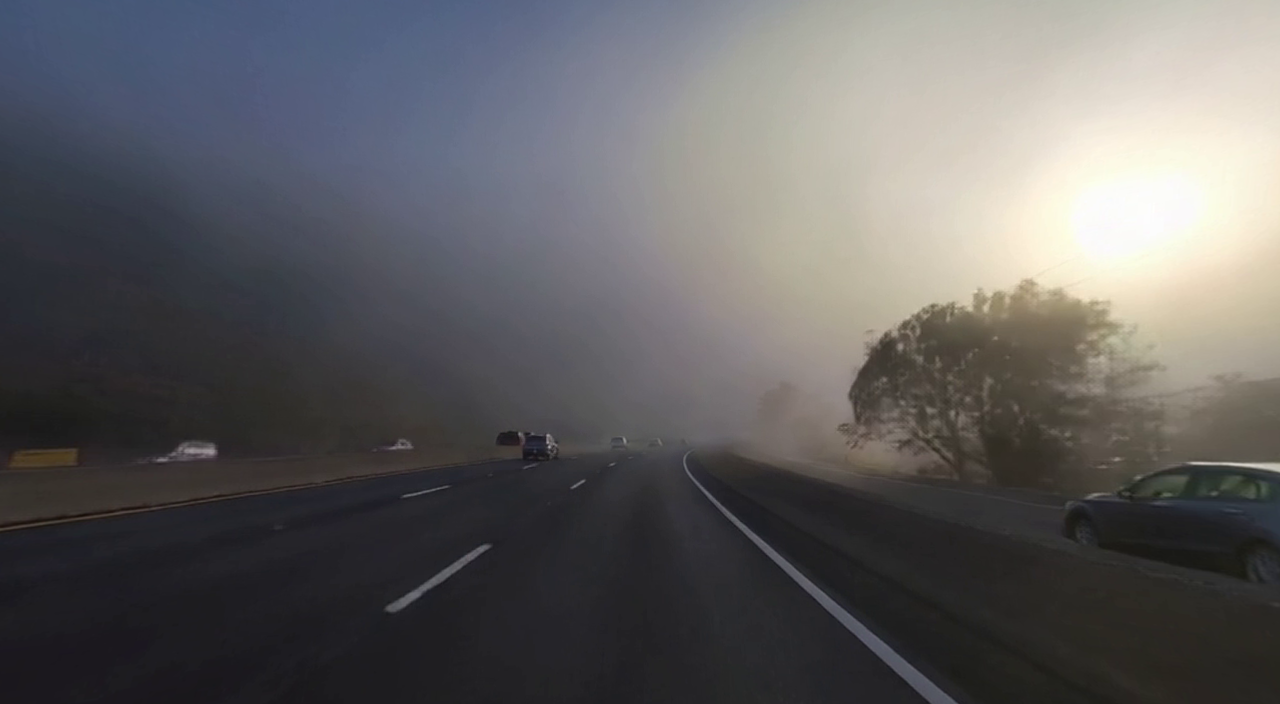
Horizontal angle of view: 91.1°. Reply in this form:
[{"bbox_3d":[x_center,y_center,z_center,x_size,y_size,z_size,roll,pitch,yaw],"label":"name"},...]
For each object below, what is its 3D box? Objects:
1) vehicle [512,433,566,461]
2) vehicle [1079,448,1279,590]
[{"bbox_3d":[-5.744,5.463,36.232,2.010,1.489,4.456,-1,-8,5],"label":"vehicle"},{"bbox_3d":[10.267,2.565,10.123,2.325,1.972,5.577,0,-8,0],"label":"vehicle"}]
